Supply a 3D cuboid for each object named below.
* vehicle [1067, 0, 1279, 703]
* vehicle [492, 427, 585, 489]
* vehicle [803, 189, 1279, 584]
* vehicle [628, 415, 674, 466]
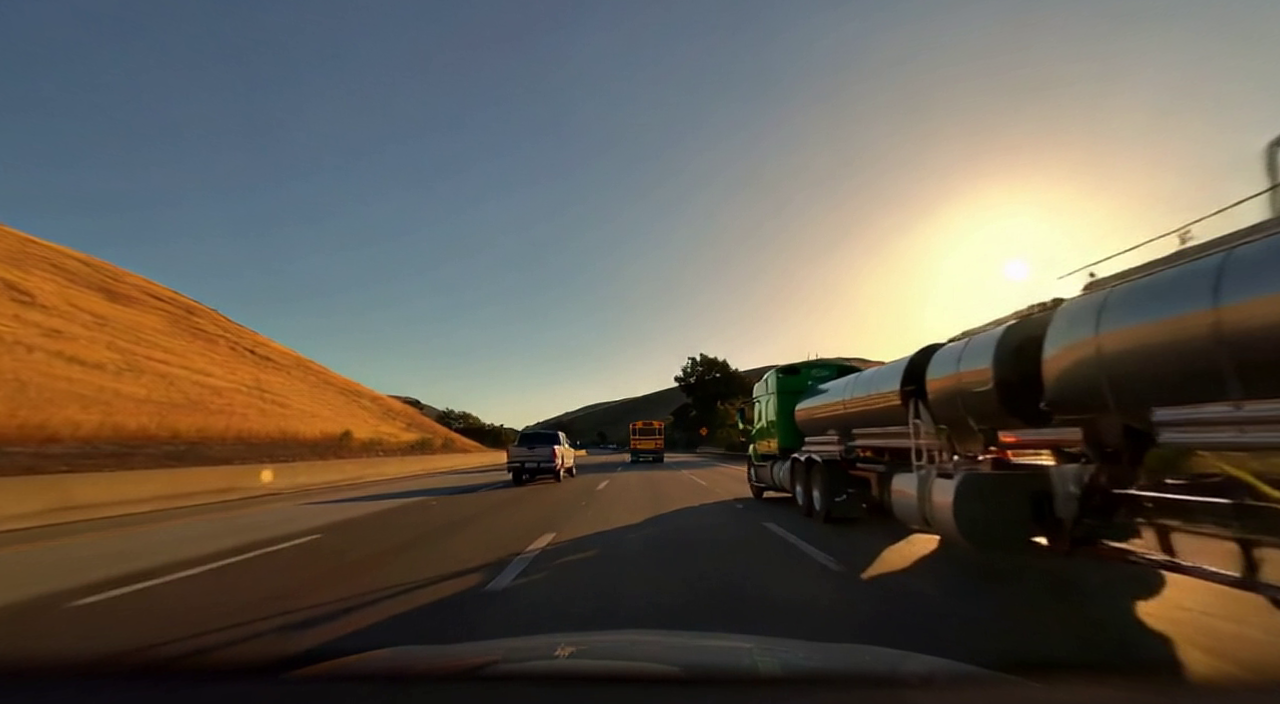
[{"bbox_3d":[4.370,-0.377,0.783,2.716,3.705,7.018,0,-8,1],"label":"vehicle"},{"bbox_3d":[-3.421,3.720,22.589,2.241,1.927,5.833,0,-8,1],"label":"vehicle"},{"bbox_3d":[4.589,0.698,9.072,2.604,3.677,6.470,0,-8,-1],"label":"vehicle"},{"bbox_3d":[0.680,6.453,46.017,2.948,3.265,10.569,0,-8,-1],"label":"vehicle"}]
